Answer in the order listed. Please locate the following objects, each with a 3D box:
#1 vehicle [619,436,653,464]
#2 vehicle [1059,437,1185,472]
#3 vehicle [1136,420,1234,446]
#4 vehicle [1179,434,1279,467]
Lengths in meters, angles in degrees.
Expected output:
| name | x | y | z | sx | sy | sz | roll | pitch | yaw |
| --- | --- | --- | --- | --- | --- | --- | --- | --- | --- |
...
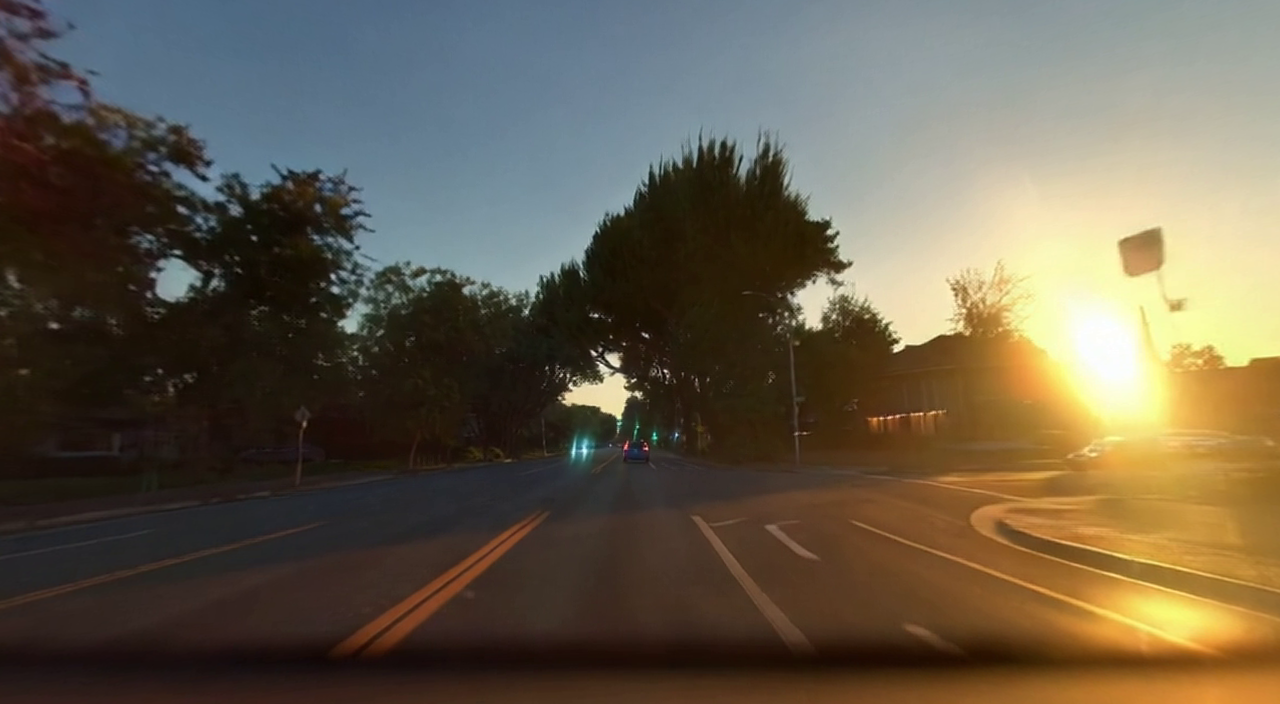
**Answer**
| name | x | y | z | sx | sy | sz | roll | pitch | yaw |
| --- | --- | --- | --- | --- | --- | --- | --- | --- | --- |
| vehicle | -0.286 | 6.664 | 43.145 | 2.230 | 1.827 | 4.298 | 0 | -8 | -1 |
| vehicle | 22.178 | 4.719 | 29.149 | 4.218 | 1.505 | 2.169 | 1 | -8 | -8 |
| vehicle | 37.002 | 5.556 | 43.075 | 2.008 | 1.662 | 4.767 | 1 | -8 | -8 |
| vehicle | 28.617 | 4.676 | 30.058 | 4.359 | 1.479 | 1.890 | 1 | -8 | -7 |
